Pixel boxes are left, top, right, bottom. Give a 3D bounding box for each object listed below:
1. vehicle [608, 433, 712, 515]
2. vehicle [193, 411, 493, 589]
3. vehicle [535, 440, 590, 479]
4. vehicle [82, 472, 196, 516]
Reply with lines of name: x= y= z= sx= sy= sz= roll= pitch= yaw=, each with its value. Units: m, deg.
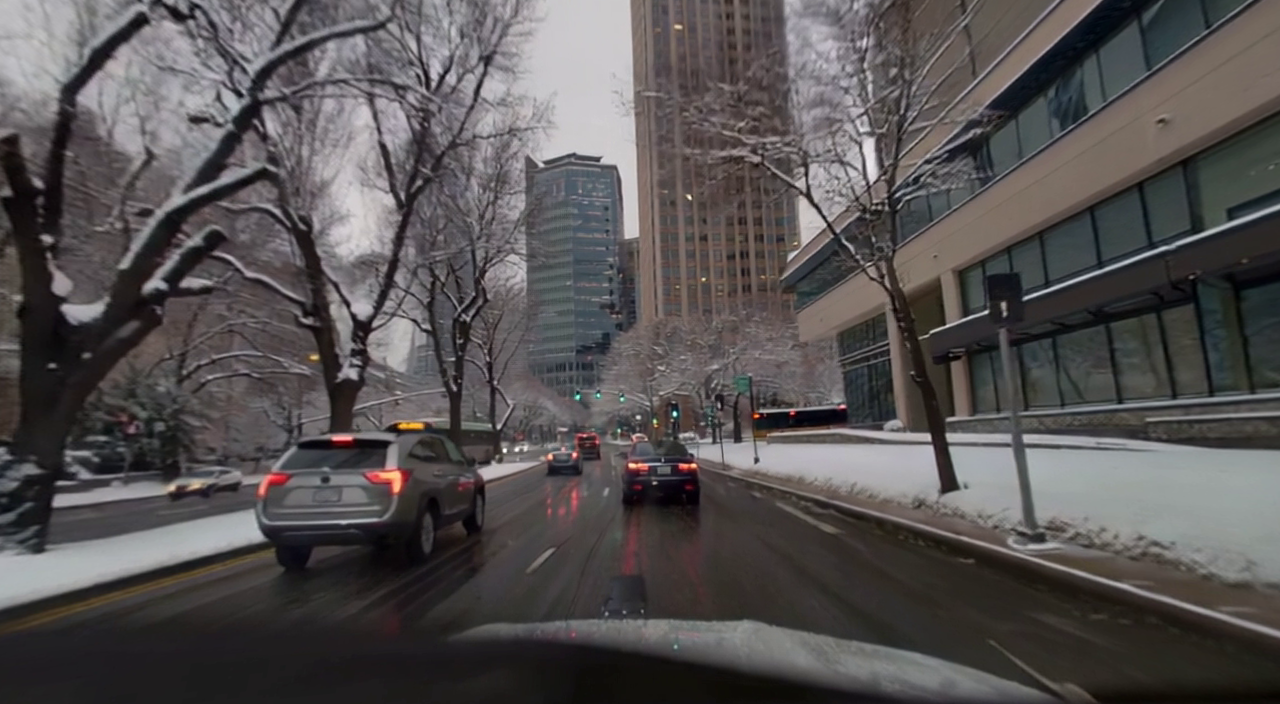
vehicle: x=0.309 y=2.561 z=13.678 sx=1.933 sy=1.504 sz=3.802 roll=0 pitch=-9 yaw=-2
vehicle: x=-3.218 y=1.666 z=7.802 sx=1.848 sy=1.641 sz=3.686 roll=0 pitch=-9 yaw=1
vehicle: x=-3.302 y=4.670 z=27.635 sx=1.961 sy=1.517 sz=4.202 roll=0 pitch=-9 yaw=-1
vehicle: x=-24.405 y=6.880 z=30.980 sx=2.010 sy=1.791 sz=4.518 roll=1 pitch=-9 yaw=-3
